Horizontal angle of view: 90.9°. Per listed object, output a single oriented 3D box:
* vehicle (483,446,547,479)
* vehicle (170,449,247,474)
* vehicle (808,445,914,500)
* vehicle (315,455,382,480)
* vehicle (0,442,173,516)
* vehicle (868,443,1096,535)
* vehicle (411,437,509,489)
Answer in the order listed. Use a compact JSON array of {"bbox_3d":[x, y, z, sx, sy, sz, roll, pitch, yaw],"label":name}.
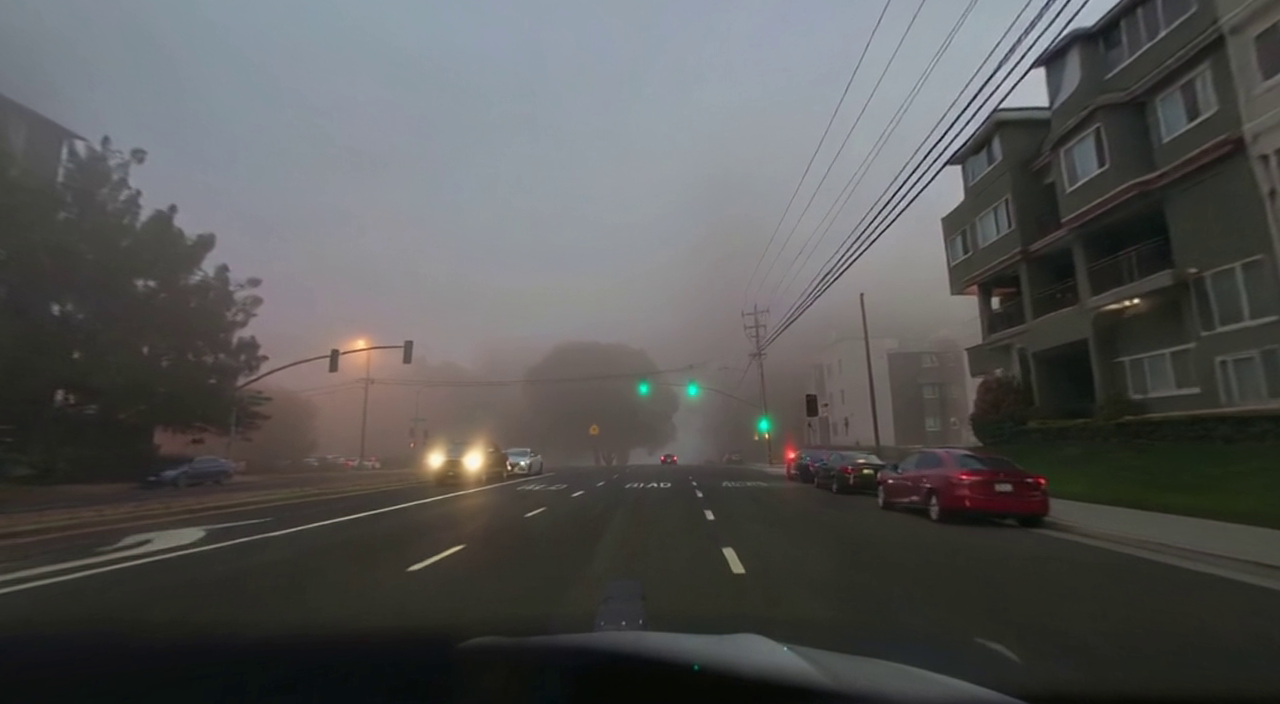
[{"bbox_3d":[-6.138,5.455,31.530,1.953,1.471,4.744,0,-8,4],"label":"vehicle"},{"bbox_3d":[-30.439,7.748,44.538,4.296,1.502,1.823,-5,-11,9],"label":"vehicle"},{"bbox_3d":[6.624,3.617,19.482,1.839,1.461,4.645,0,-8,3],"label":"vehicle"},{"bbox_3d":[-18.473,7.312,40.193,1.895,1.452,4.483,-1,-8,4],"label":"vehicle"},{"bbox_3d":[-16.030,3.379,17.458,2.284,1.738,4.773,-1,-8,4],"label":"vehicle"},{"bbox_3d":[6.400,2.572,12.598,2.121,1.459,4.591,0,-8,2],"label":"vehicle"},{"bbox_3d":[-6.812,4.264,24.586,2.074,1.794,4.832,-1,-8,4],"label":"vehicle"}]
